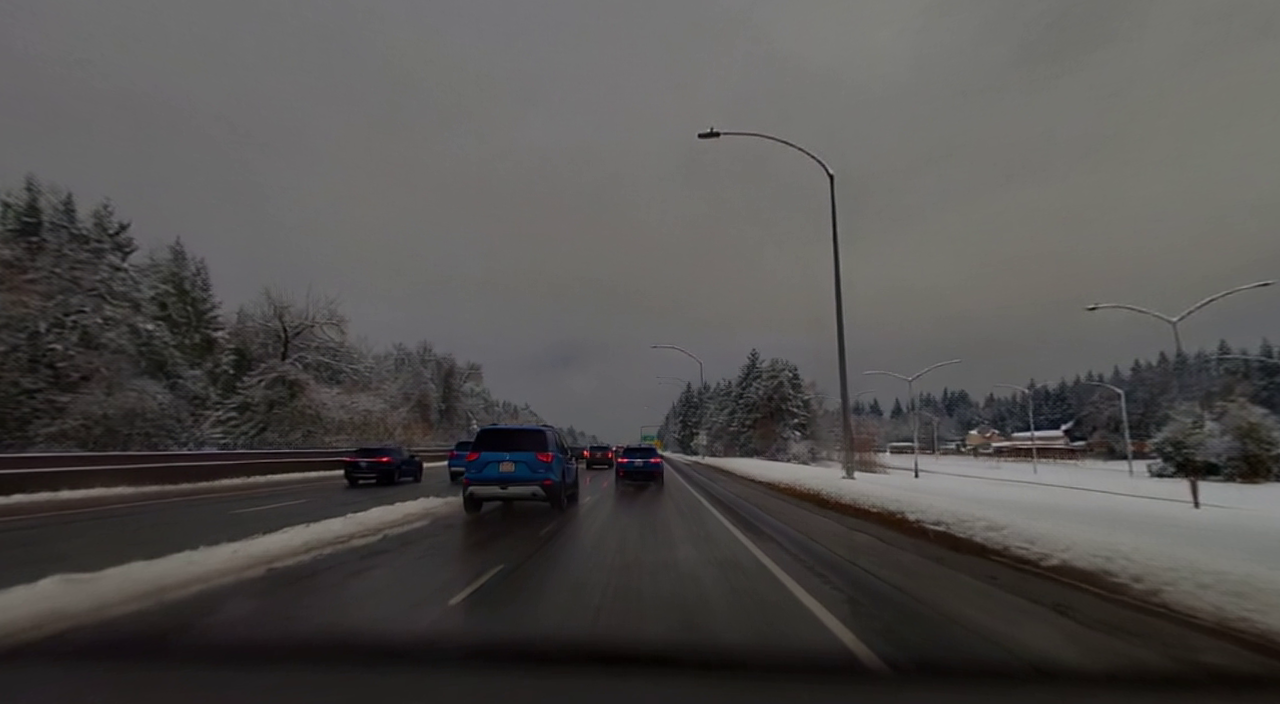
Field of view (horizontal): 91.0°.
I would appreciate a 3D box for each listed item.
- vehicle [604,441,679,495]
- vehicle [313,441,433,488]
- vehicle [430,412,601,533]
[{"bbox_3d":[0.089,3.524,19.535,2.068,1.488,4.045,0,-9,1],"label":"vehicle"},{"bbox_3d":[-9.316,3.946,22.487,2.126,1.480,4.589,0,-9,3],"label":"vehicle"},{"bbox_3d":[-1.997,2.114,11.546,2.123,1.798,4.108,0,-9,2],"label":"vehicle"}]
